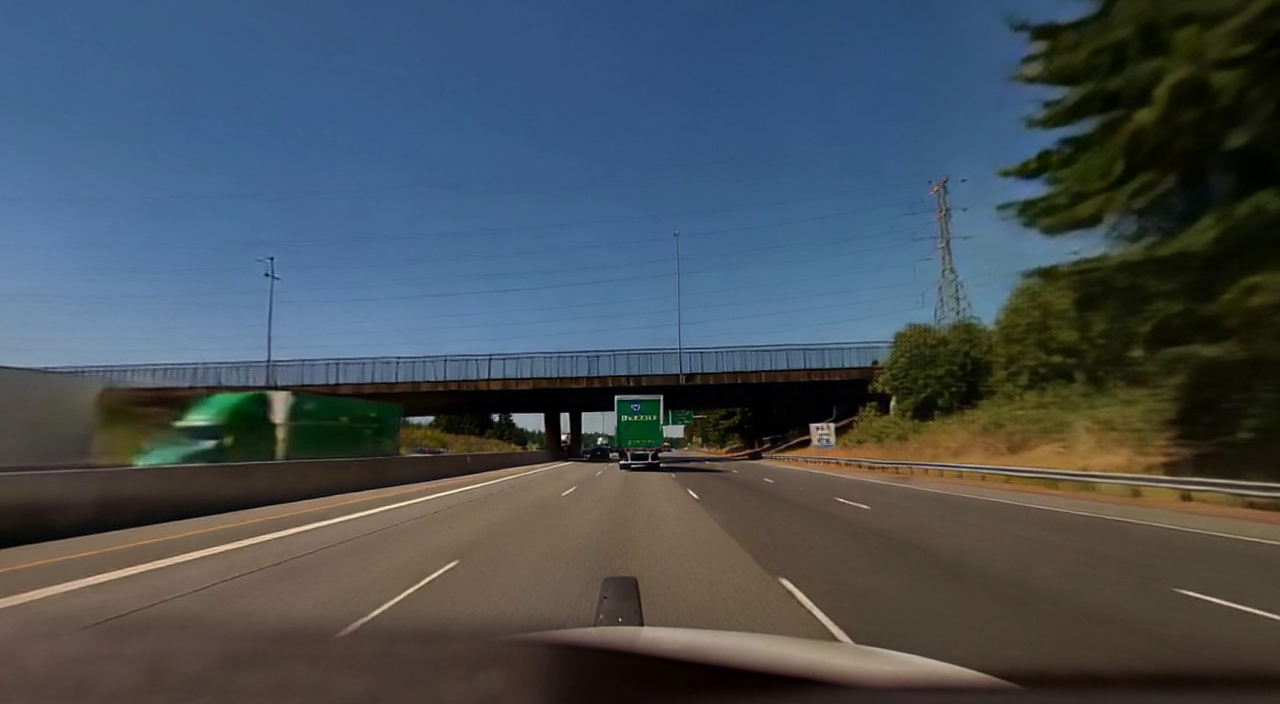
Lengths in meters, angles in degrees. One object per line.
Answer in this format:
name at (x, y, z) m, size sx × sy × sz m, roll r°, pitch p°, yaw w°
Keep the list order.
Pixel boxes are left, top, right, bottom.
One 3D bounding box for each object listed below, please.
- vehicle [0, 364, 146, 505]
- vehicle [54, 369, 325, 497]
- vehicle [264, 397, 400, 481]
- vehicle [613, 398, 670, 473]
vehicle at (-20.119, 2.178, 16.795) m, size 2.775 × 4.063 × 13.544 m, roll -1°, pitch -9°, yaw 0°
vehicle at (-15.942, 3.182, 23.795) m, size 2.809 × 3.787 × 9.920 m, roll 0°, pitch -9°, yaw 0°
vehicle at (-15.886, 4.678, 33.360) m, size 2.816 × 3.829 × 8.260 m, roll -1°, pitch -9°, yaw 1°
vehicle at (-0.008, 5.448, 40.285) m, size 3.025 × 4.002 × 12.709 m, roll 0°, pitch -9°, yaw -1°
